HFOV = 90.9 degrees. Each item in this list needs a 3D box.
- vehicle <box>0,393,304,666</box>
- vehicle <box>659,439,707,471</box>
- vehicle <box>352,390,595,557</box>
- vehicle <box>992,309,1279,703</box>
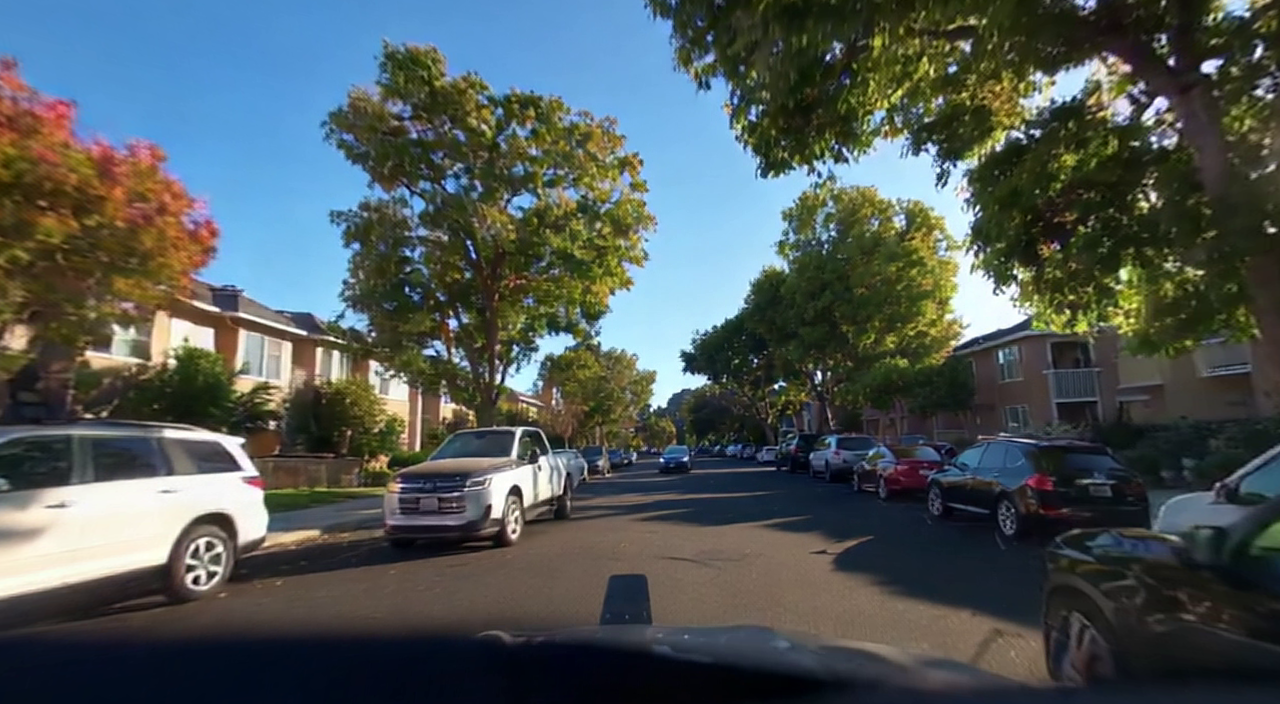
[{"bbox_3d":[-5.141,1.317,5.138,2.002,1.774,4.568,-1,-8,4],"label":"vehicle"},{"bbox_3d":[2.301,5.292,32.622,1.971,1.476,4.593,-2,-8,9],"label":"vehicle"},{"bbox_3d":[-2.285,1.879,10.449,2.197,2.047,4.985,-1,-8,6],"label":"vehicle"},{"bbox_3d":[2.930,0.613,1.112,2.055,1.717,5.172,-1,-8,6],"label":"vehicle"}]
